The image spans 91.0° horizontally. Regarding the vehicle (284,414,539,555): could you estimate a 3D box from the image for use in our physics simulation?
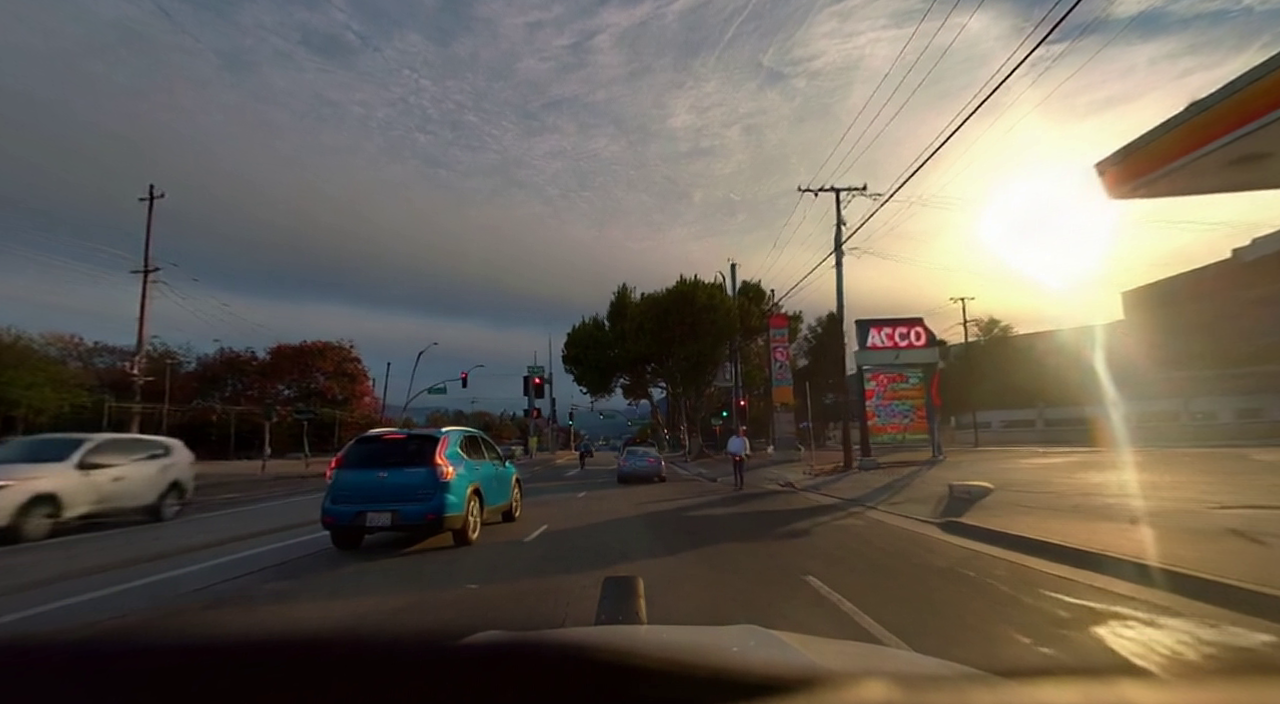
[{"bbox_3d":[-3.253,2.020,10.358,2.247,1.734,4.919,0,-8,1],"label":"vehicle"}]

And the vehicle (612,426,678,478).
[{"bbox_3d":[0.115,4.295,27.312,2.552,1.999,5.498,0,-8,-1],"label":"vehicle"}]

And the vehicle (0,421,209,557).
[{"bbox_3d":[-11.154,2.524,12.155,2.172,2.109,5.009,-2,-8,-1],"label":"vehicle"}]
